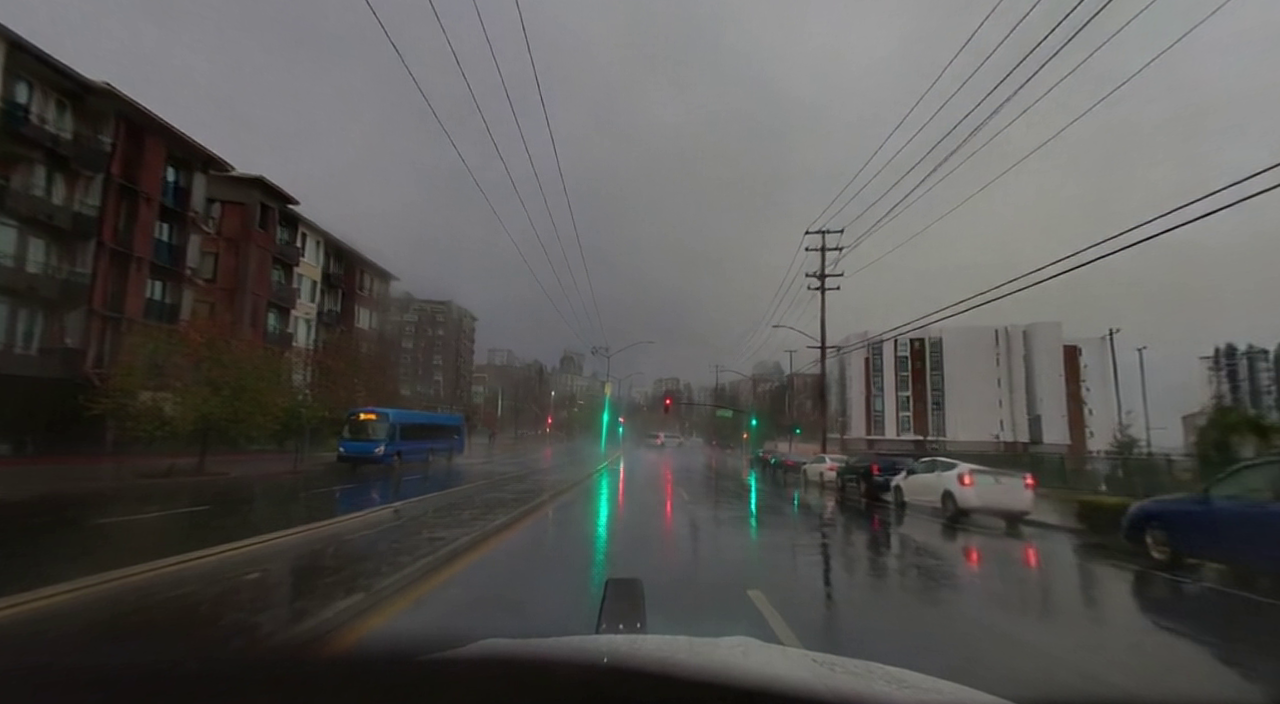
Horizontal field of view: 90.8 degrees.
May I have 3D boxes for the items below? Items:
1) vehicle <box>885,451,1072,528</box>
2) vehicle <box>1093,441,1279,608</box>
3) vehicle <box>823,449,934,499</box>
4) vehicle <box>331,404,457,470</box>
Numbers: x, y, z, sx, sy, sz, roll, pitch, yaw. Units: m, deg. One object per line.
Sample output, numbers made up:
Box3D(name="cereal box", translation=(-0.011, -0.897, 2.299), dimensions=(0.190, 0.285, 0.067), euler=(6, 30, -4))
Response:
Box3D(name="vehicle", translation=(7.936, 3.221, 15.478), dimensions=(1.997, 1.517, 4.755), euler=(0, -8, 1))
Box3D(name="vehicle", translation=(7.776, 1.848, 6.896), dimensions=(2.143, 1.731, 4.781), euler=(0, -8, 1))
Box3D(name="vehicle", translation=(8.037, 4.124, 21.838), dimensions=(1.996, 1.473, 4.740), euler=(0, -8, 0))
Box3D(name="vehicle", translation=(-13.856, 5.047, 36.931), dimensions=(3.060, 3.307, 9.997), euler=(0, -8, 2))
